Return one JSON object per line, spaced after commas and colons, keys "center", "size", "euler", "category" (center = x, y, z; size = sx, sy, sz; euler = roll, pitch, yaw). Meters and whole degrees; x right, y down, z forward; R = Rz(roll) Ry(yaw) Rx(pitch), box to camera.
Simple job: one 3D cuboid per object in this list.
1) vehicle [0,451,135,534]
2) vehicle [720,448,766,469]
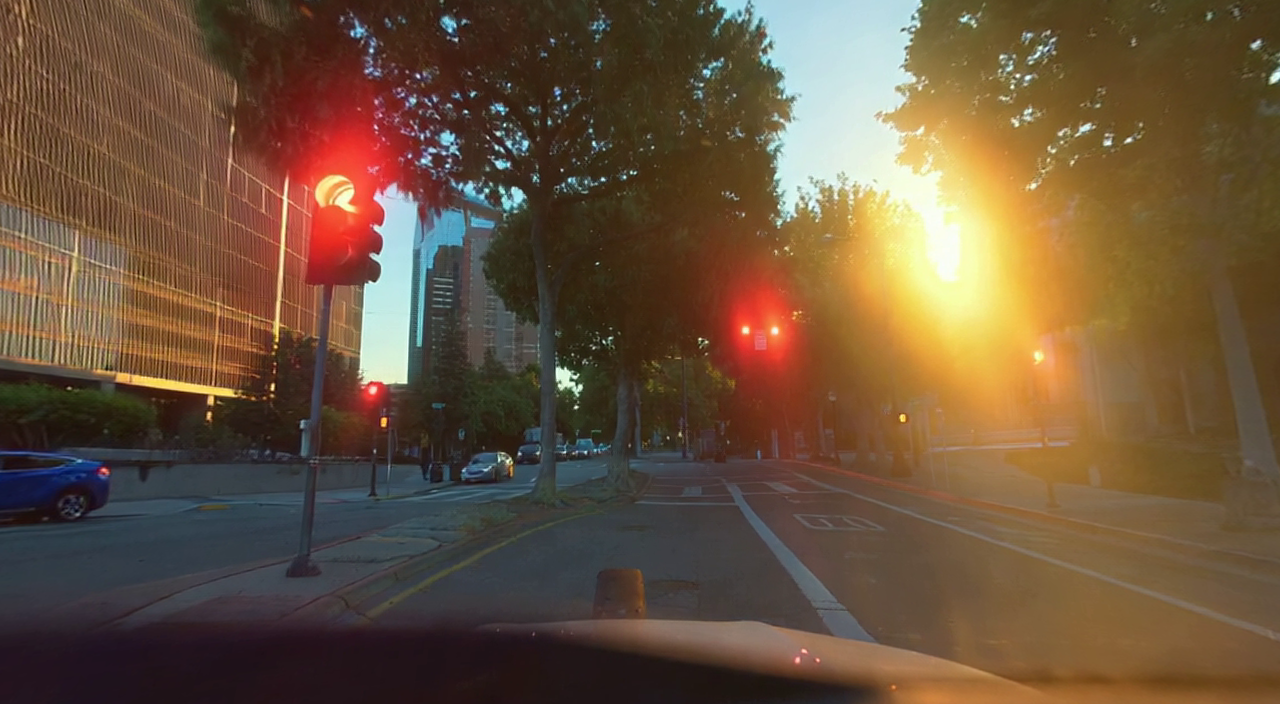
{"center": [-12.880, 2.713, 12.286], "size": [4.598, 1.490, 1.816], "euler": [7, -11, -40], "category": "vehicle"}
{"center": [7.840, 8.117, 48.420], "size": [1.829, 1.440, 4.384], "euler": [2, -9, -14], "category": "vehicle"}
